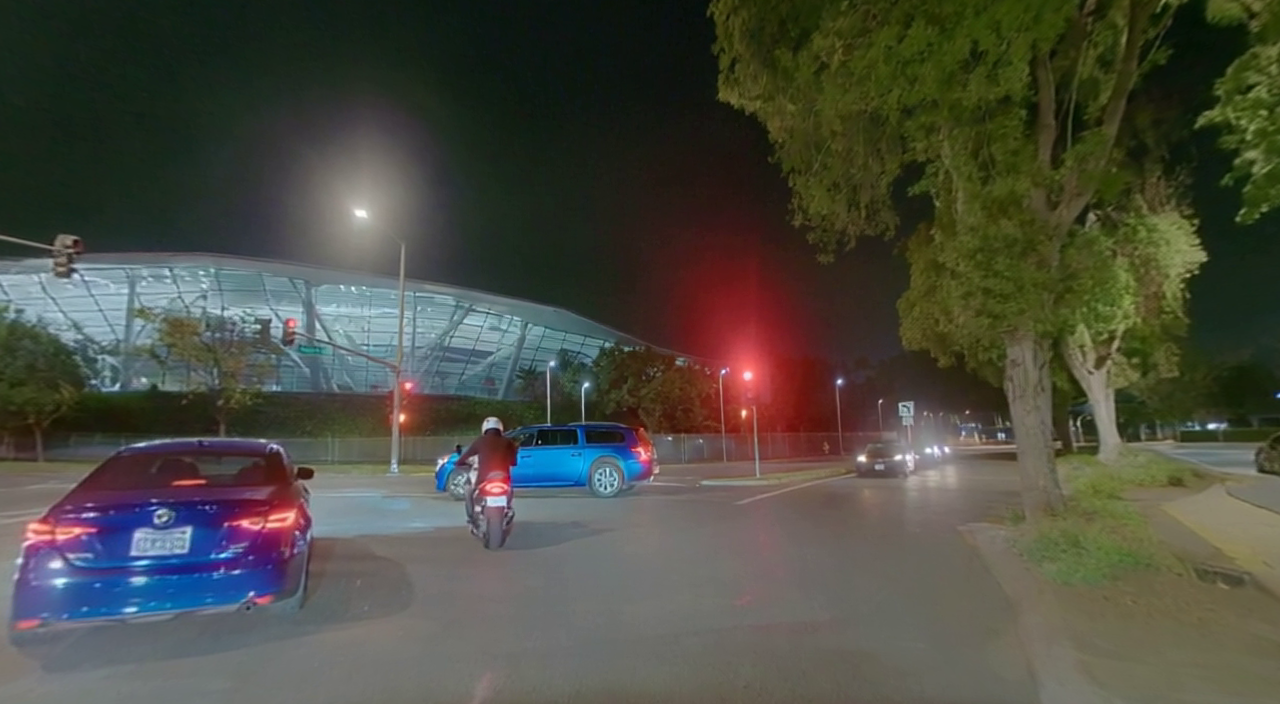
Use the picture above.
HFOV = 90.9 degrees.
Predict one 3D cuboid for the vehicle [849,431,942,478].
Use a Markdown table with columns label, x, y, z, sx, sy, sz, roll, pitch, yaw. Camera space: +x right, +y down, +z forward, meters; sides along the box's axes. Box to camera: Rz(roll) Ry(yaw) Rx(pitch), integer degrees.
| label | x | y | z | sx | sy | sz | roll | pitch | yaw |
| --- | --- | --- | --- | --- | --- | --- | --- | --- | --- |
| vehicle | 10.146 | 3.993 | 24.844 | 2.084 | 1.656 | 4.583 | -7 | -11 | 38 |

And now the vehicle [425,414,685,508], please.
| label | x | y | z | sx | sy | sz | roll | pitch | yaw |
| --- | --- | --- | --- | --- | --- | --- | --- | --- | --- |
| vehicle | -2.068 | 2.579 | 15.333 | 5.833 | 1.960 | 2.341 | 2 | -9 | -17 |

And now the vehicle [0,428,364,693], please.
| label | x | y | z | sx | sy | sz | roll | pitch | yaw |
| --- | --- | --- | --- | --- | --- | --- | --- | --- | --- |
| vehicle | -4.110 | 1.484 | 5.724 | 2.009 | 1.450 | 4.182 | 6 | -10 | -35 |
